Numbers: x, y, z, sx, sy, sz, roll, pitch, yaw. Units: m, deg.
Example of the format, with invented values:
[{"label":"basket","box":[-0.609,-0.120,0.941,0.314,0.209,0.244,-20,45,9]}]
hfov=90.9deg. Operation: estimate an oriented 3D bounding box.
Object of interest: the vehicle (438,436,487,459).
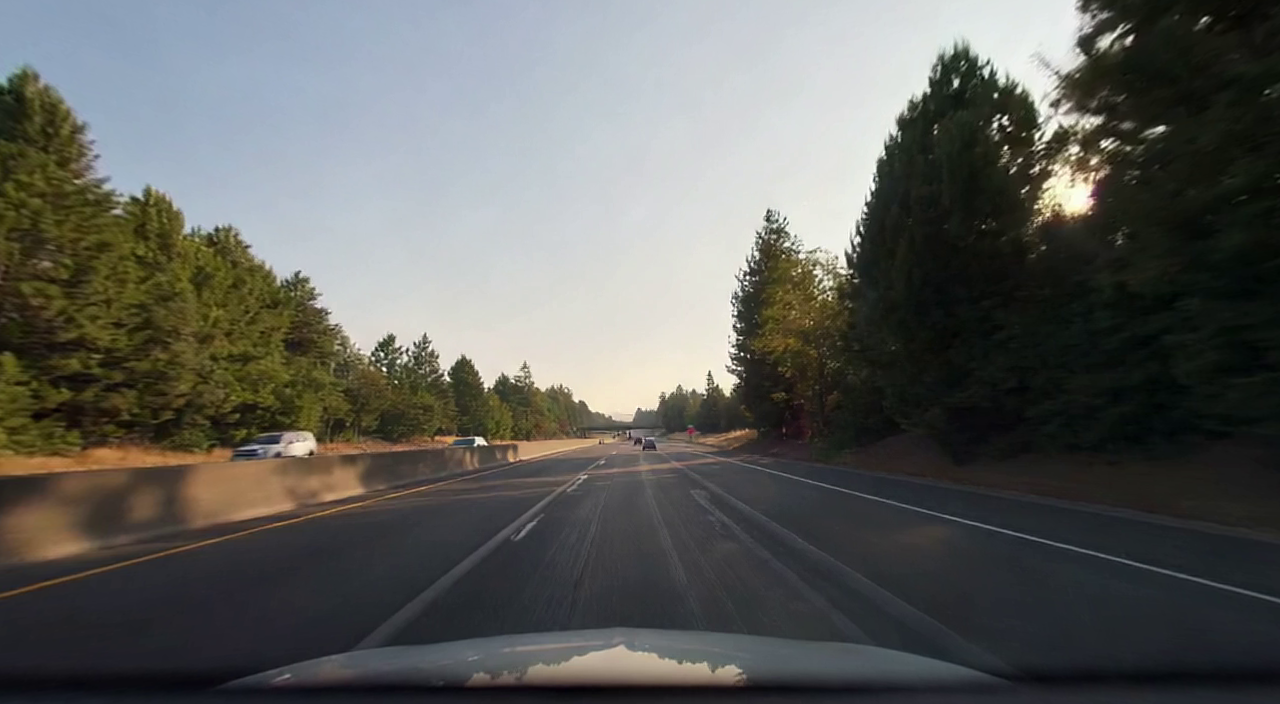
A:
[{"label":"vehicle","box":[-12.271,6.626,43.852,2.037,1.534,4.739,0,-8,-1]}]

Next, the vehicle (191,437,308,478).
[{"label":"vehicle","box":[-15.900,4.279,25.997,1.926,1.518,4.474,0,-8,0]}]
